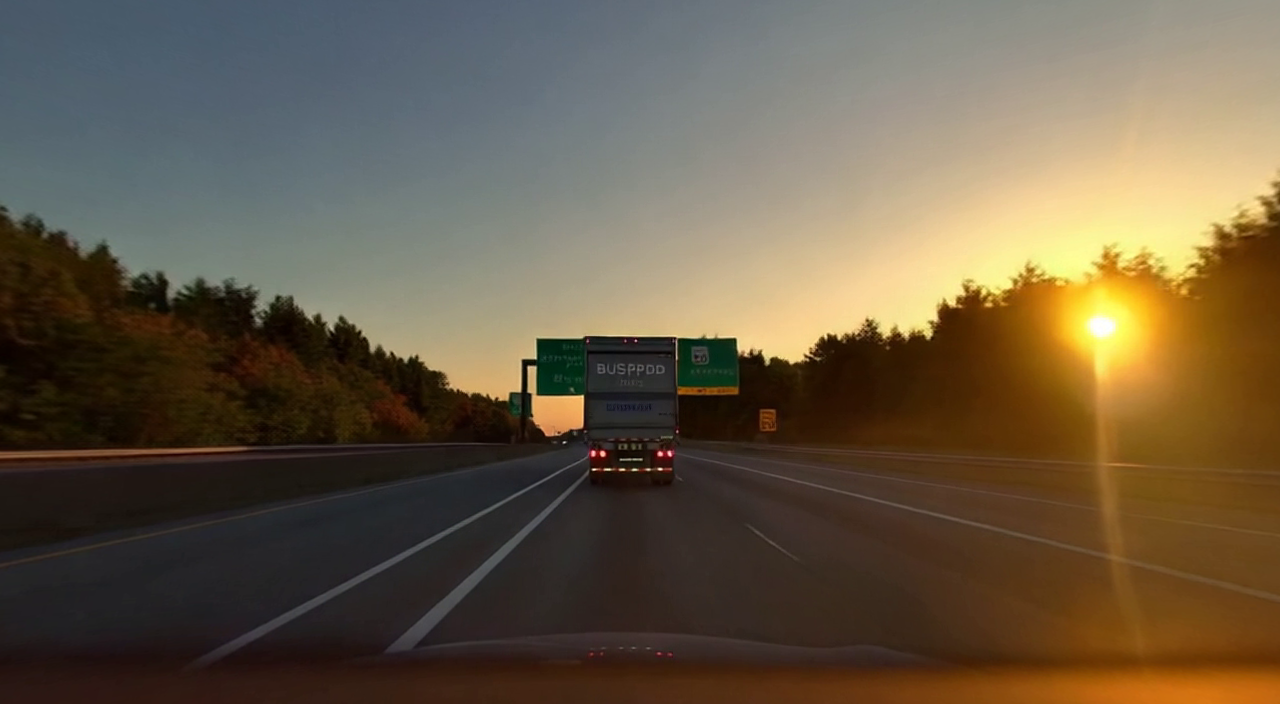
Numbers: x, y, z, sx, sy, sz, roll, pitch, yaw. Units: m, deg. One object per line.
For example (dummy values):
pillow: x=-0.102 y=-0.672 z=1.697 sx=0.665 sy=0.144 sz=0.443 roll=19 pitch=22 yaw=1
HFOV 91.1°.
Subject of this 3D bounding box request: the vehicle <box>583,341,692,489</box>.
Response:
vehicle: x=-0.221 y=2.250 z=21.070 sx=2.870 sy=3.911 sz=8.697 roll=0 pitch=-8 yaw=-2
